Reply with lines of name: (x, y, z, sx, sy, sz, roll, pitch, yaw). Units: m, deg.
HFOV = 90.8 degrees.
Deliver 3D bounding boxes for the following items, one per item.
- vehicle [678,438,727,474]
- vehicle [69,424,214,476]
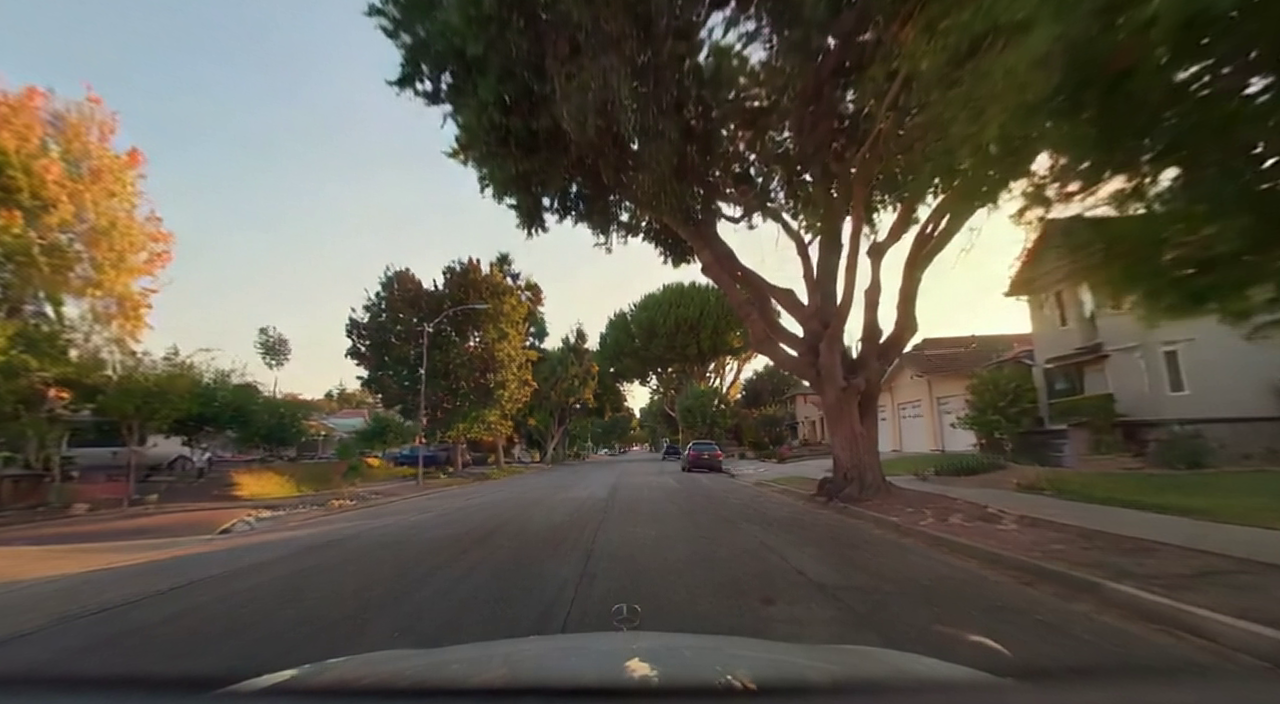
vehicle: (3.207, 5.464, 33.371, 2.055, 1.738, 4.448, 0, -9, -1)
vehicle: (-28.856, 5.828, 37.060, 2.735, 2.720, 6.677, -1, -10, 3)
